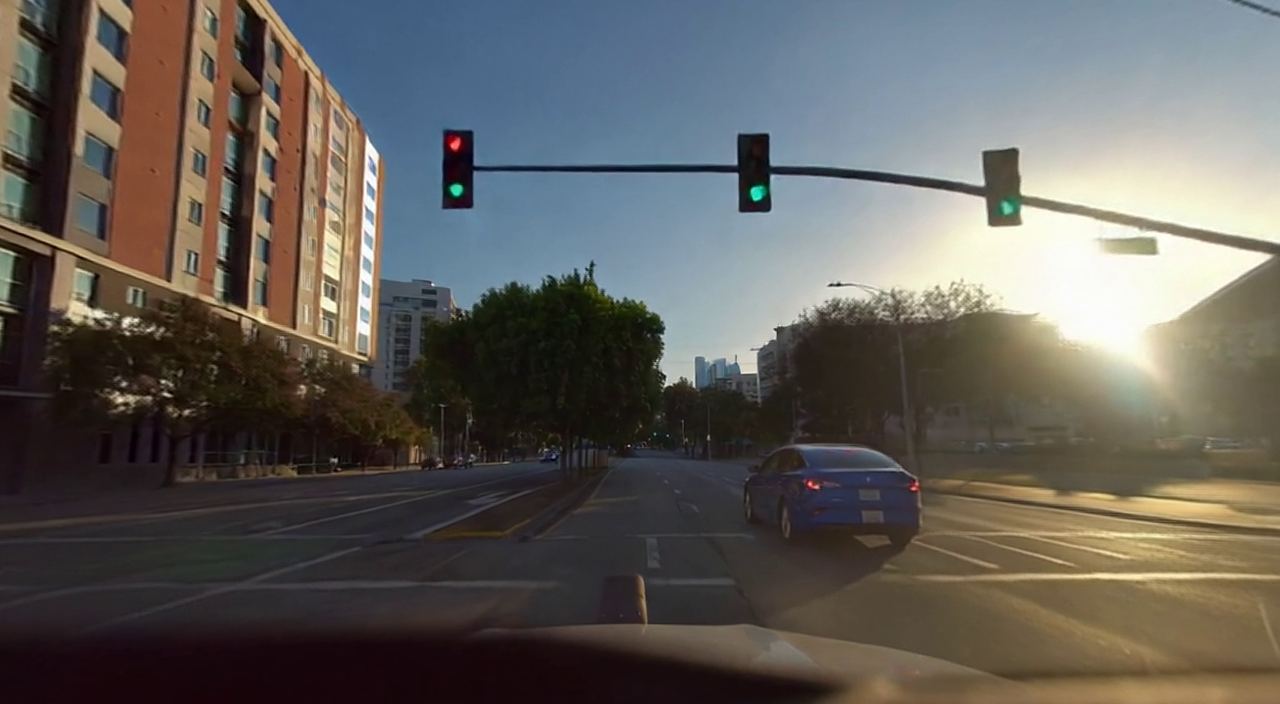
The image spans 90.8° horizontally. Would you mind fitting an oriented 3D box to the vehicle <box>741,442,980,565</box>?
[{"bbox_3d":[3.041,2.180,9.995,2.015,1.455,4.615,0,-9,-2],"label":"vehicle"}]
